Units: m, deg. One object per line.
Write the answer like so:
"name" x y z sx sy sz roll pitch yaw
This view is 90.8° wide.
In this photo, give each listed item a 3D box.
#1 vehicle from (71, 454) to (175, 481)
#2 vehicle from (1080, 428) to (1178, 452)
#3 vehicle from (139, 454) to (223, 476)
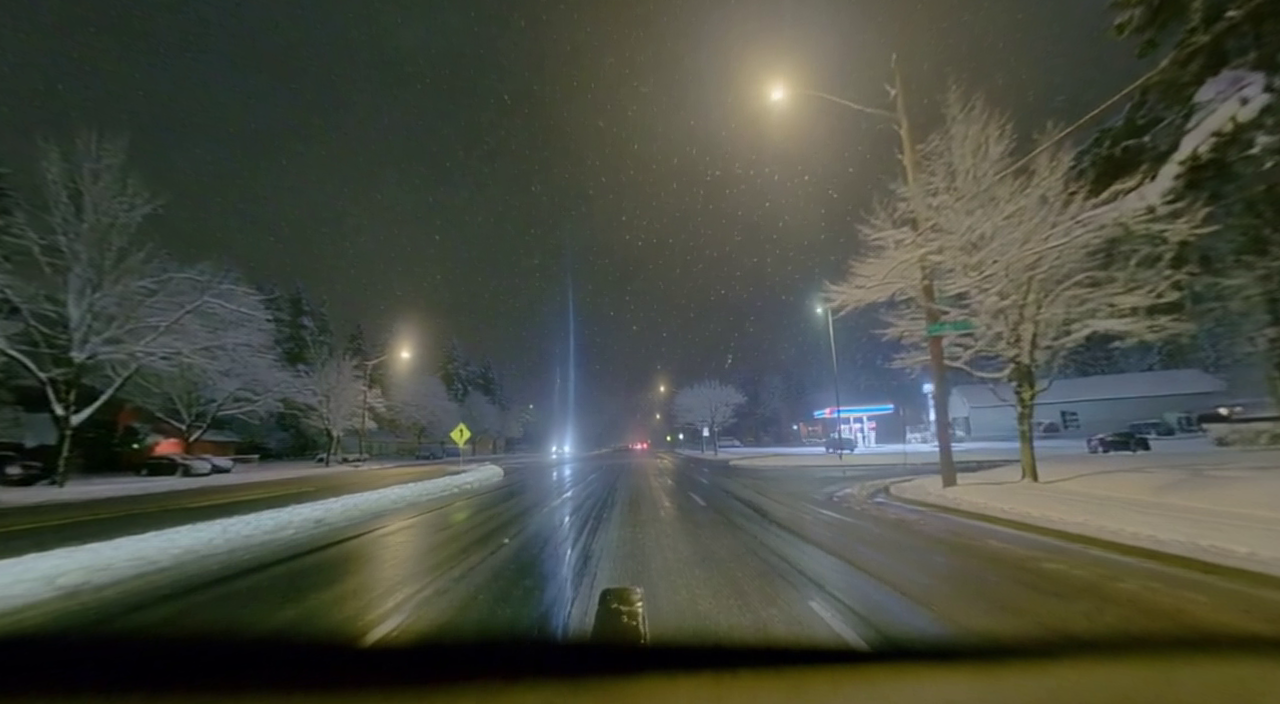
"vehicle" -30.907 6.900 37.895 4.274 1.491 2.110 0 -8 -4
"vehicle" 31.135 5.632 40.329 4.549 1.476 1.952 0 -8 1
"vehicle" -31.338 7.721 43.194 4.287 1.432 1.794 0 -8 -1
